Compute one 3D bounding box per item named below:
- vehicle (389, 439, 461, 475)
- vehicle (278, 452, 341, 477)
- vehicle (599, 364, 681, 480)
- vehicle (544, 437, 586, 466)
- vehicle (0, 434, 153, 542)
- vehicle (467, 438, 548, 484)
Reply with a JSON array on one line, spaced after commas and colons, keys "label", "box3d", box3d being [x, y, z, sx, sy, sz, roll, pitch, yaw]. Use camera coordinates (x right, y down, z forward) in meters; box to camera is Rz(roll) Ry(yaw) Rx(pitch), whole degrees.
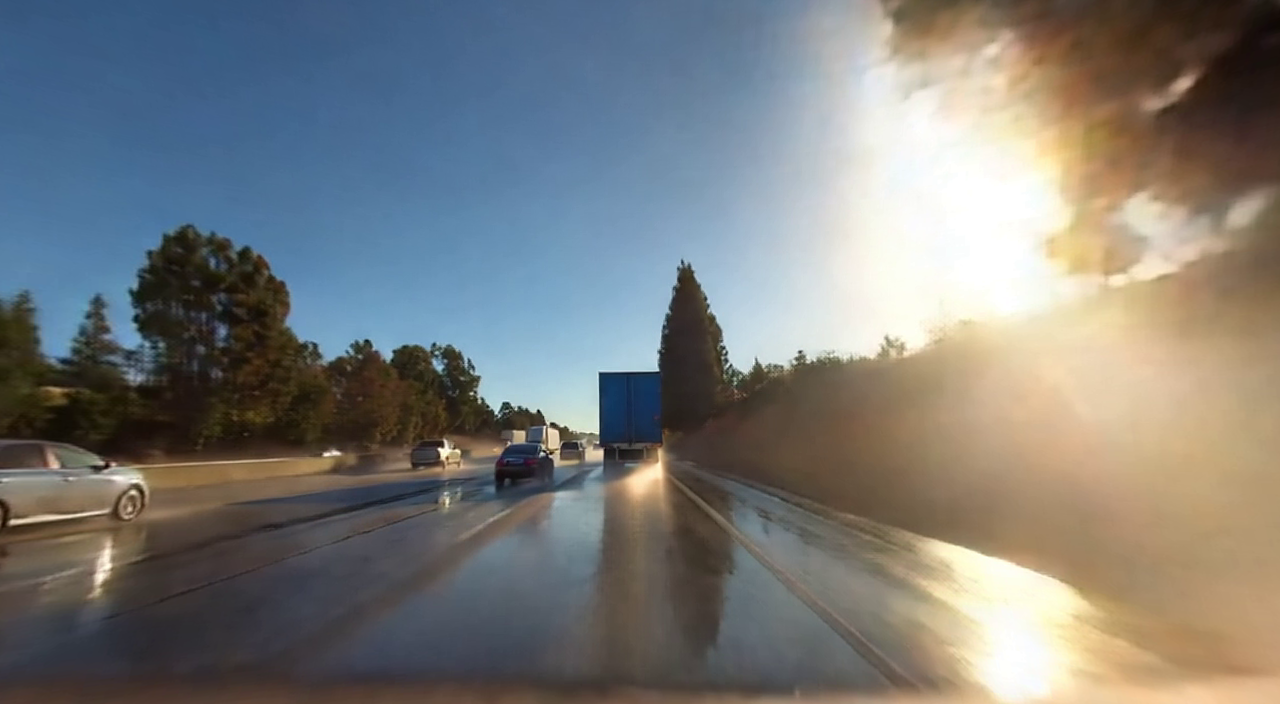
[{"label": "vehicle", "box3d": [-10.262, 4.999, 30.370, 1.952, 1.590, 4.090, 0, -8, 1]}, {"label": "vehicle", "box3d": [-21.332, 7.242, 40.834, 1.745, 1.444, 4.404, -1, -8, 0]}, {"label": "vehicle", "box3d": [-0.223, 3.254, 27.847, 2.913, 4.113, 10.724, 0, -8, -2]}, {"label": "vehicle", "box3d": [-4.597, 6.150, 39.171, 2.158, 1.680, 4.087, 0, -8, 0]}, {"label": "vehicle", "box3d": [-10.048, 2.007, 9.431, 1.899, 1.517, 4.554, 0, -8, -1]}, {"label": "vehicle", "box3d": [-4.864, 4.046, 23.714, 2.164, 1.582, 3.979, 0, -8, 0]}]
